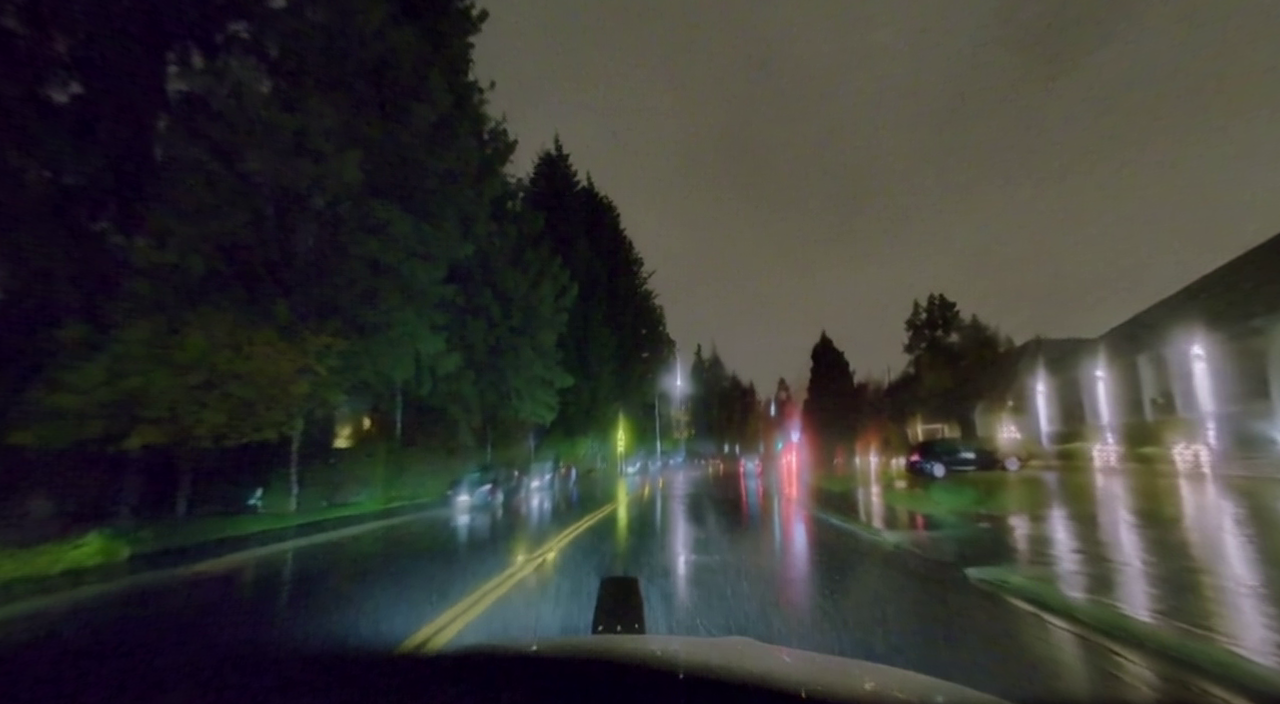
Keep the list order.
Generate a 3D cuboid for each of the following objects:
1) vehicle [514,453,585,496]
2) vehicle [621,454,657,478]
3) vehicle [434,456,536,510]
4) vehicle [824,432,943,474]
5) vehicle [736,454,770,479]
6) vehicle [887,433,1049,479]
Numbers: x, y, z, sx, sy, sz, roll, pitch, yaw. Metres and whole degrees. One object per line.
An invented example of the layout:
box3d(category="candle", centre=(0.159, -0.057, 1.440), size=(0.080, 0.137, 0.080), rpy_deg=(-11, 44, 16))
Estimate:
box3d(category="vehicle", centre=(-3.864, 5.446, 27.784), size=(1.972, 1.536, 4.347), rpy_deg=(-3, -15, 7))
box3d(category="vehicle", centre=(-0.025, 8.893, 49.017), size=(2.005, 1.557, 4.172), rpy_deg=(-3, -14, 11))
box3d(category="vehicle", centre=(-4.873, 4.339, 20.522), size=(1.886, 1.494, 4.149), rpy_deg=(-2, -15, 6))
box3d(category="vehicle", centre=(11.677, 4.901, 30.626), size=(5.009, 1.906, 2.046), rpy_deg=(-2, -9, 11))
box3d(category="vehicle", centre=(7.320, 7.366, 40.976), size=(1.972, 1.460, 4.137), rpy_deg=(-2, -9, 10))
box3d(category="vehicle", centre=(11.813, 3.778, 23.016), size=(4.744, 1.507, 1.953), rpy_deg=(-1, -9, 3))
